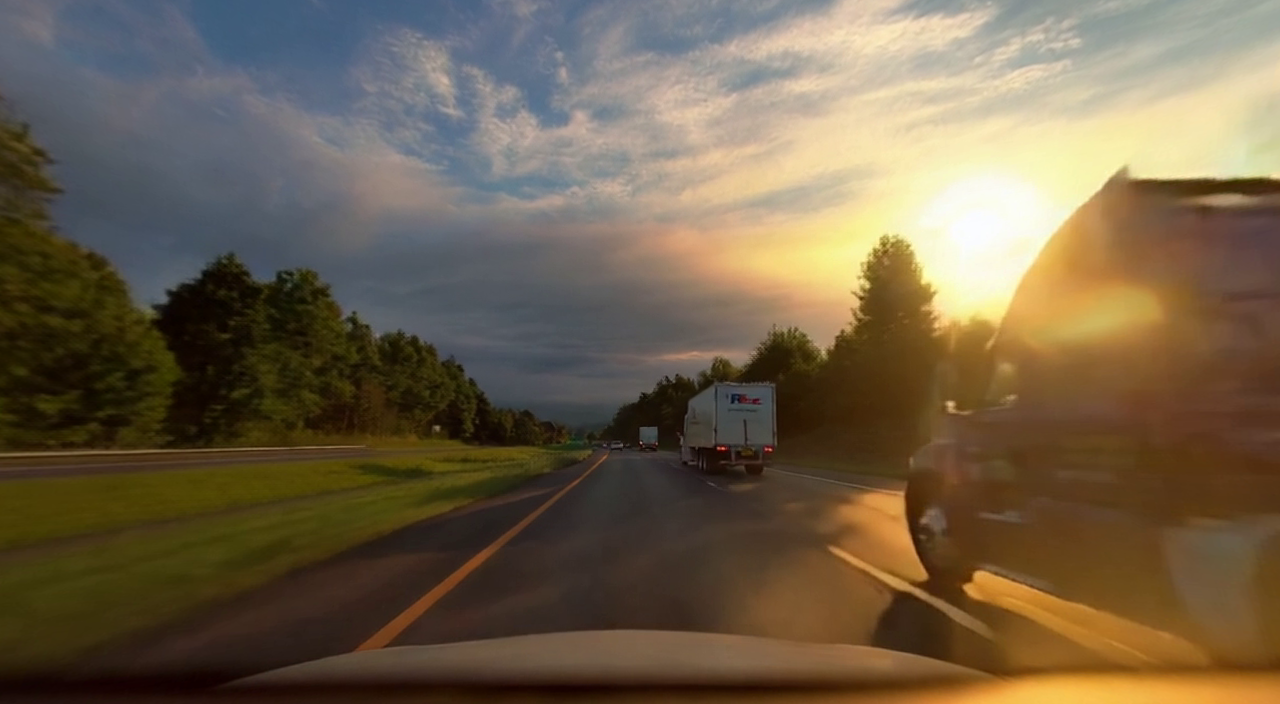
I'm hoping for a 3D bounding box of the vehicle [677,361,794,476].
[{"bbox_3d":[3.786,3.328,29.454,2.871,4.072,14.183,0,-8,-2],"label":"vehicle"}]

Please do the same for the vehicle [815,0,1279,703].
[{"bbox_3d":[3.900,0.049,5.100,3.029,3.947,5.924,0,-8,-2],"label":"vehicle"}]
